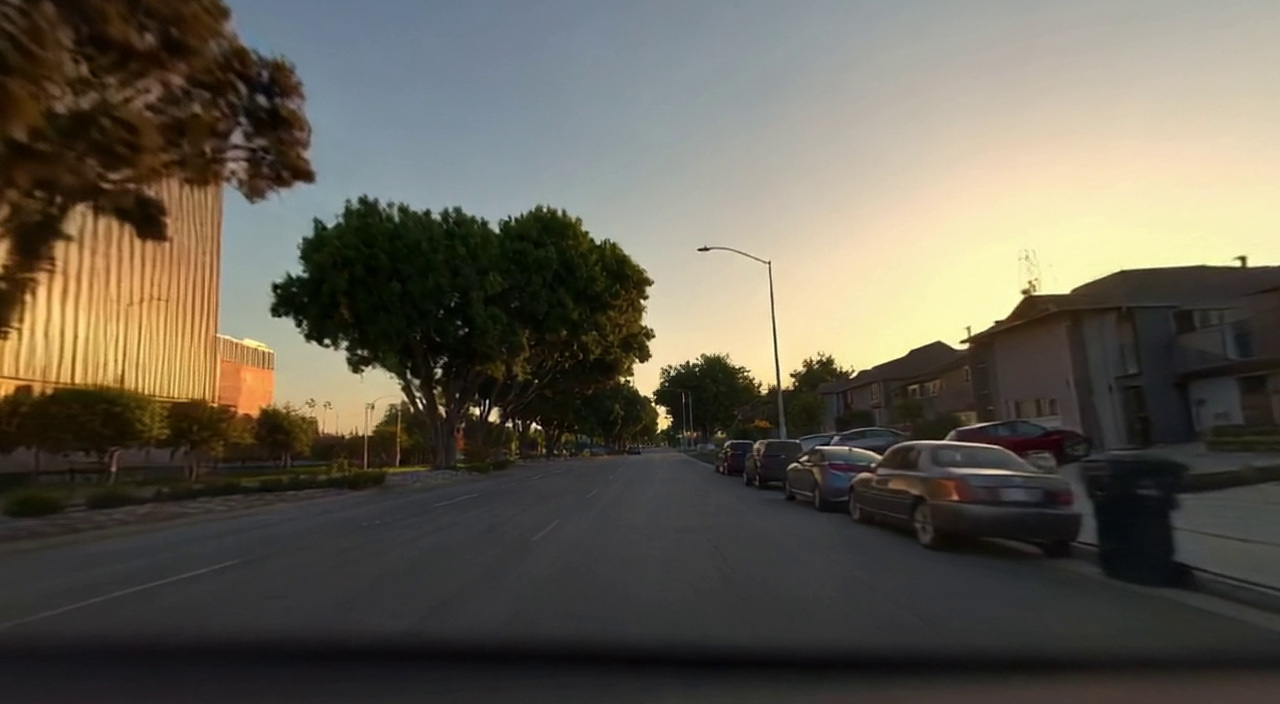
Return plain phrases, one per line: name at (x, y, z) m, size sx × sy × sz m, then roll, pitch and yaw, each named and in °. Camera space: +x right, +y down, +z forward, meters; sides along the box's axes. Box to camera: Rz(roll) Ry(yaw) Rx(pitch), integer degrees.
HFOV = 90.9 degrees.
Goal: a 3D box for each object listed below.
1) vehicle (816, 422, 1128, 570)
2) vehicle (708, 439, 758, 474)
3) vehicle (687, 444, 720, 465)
vehicle at (4.333, 1.944, 9.491) m, size 1.962 × 1.590 × 5.179 m, roll 0°, pitch -8°, yaw 1°
vehicle at (4.682, 5.336, 32.420) m, size 1.906 × 1.620 × 4.837 m, roll 0°, pitch -8°, yaw 0°
vehicle at (4.572, 7.424, 45.832) m, size 1.910 × 1.429 × 4.441 m, roll 0°, pitch -8°, yaw 0°
